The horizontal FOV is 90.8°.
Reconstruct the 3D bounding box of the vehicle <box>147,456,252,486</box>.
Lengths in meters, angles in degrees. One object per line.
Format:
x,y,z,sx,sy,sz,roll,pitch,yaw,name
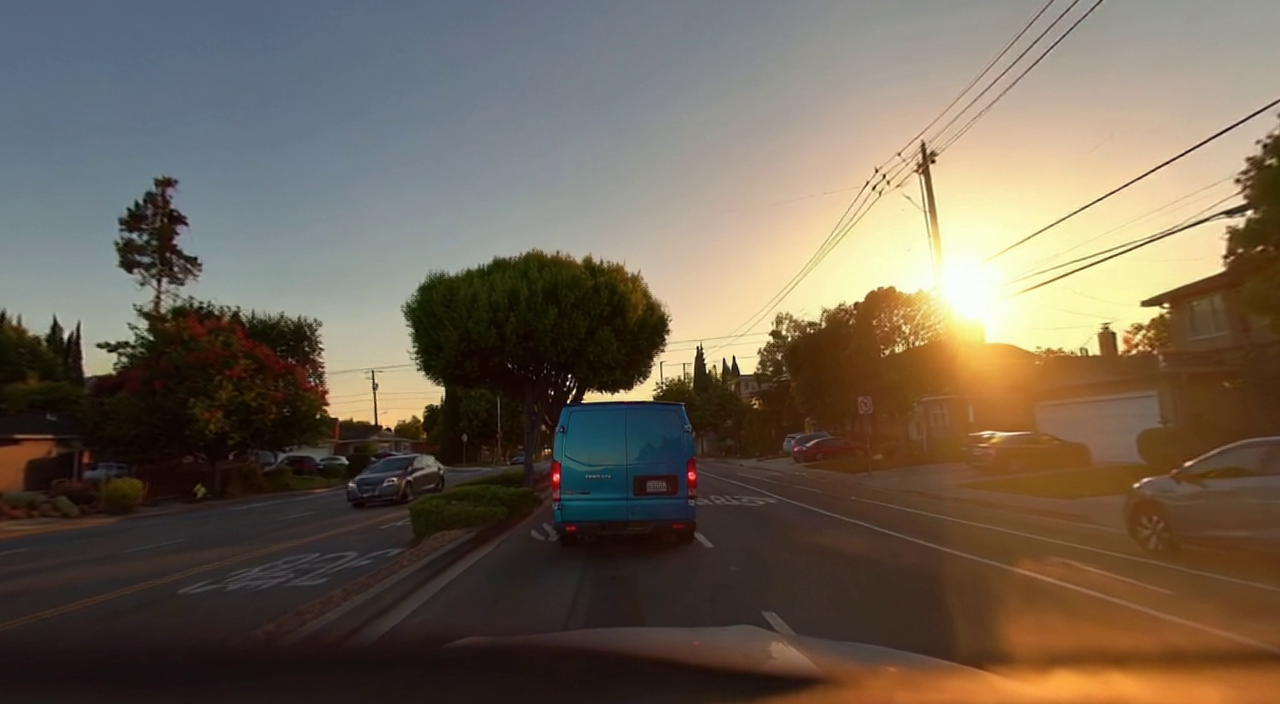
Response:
-27.470,7.396,39.502,4.972,1.776,2.057,0,-9,-1,vehicle

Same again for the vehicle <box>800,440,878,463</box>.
13.086,6.580,41.732,4.483,1.463,1.805,0,-9,-1,vehicle

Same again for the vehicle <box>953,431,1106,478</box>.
13.125,3.466,21.472,3.916,1.517,1.887,0,-9,-2,vehicle

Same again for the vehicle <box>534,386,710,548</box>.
-0.369,1.896,10.965,2.342,2.142,4.809,0,-9,-3,vehicle

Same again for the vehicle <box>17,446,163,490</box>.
-26.946,5.679,31.113,5.026,2.017,2.215,0,-9,-1,vehicle

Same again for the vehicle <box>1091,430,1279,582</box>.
7.328,1.586,6.660,1.883,1.504,4.220,0,-9,-2,vehicle

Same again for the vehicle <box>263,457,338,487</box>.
-18.479,6.540,34.567,1.816,1.445,4.120,0,-9,0,vehicle

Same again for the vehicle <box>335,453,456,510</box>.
-7.397,3.930,19.659,1.962,1.481,4.434,0,-9,0,vehicle
